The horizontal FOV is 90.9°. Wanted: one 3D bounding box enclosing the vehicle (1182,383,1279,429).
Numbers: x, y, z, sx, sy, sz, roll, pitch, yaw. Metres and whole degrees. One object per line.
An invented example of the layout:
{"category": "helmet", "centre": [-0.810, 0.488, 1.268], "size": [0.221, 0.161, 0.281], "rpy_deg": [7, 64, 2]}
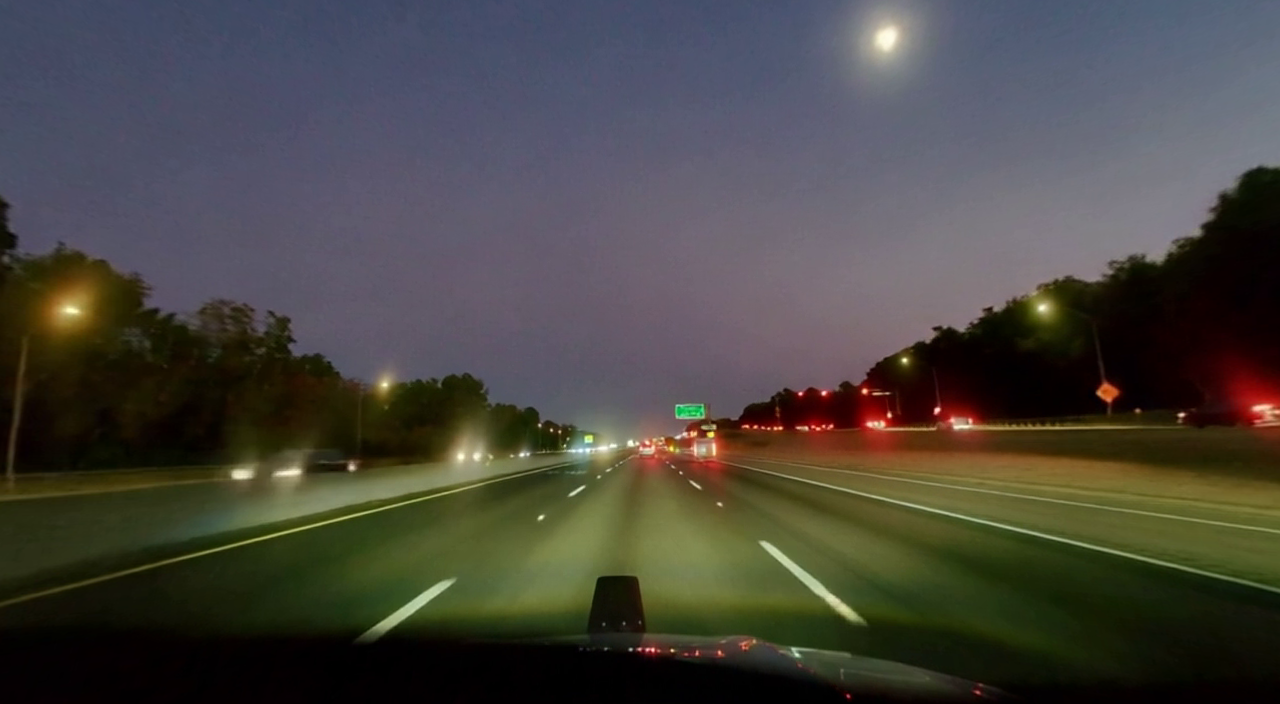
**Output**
{"category": "vehicle", "centre": [23.150, 2.072, 23.618], "size": [1.872, 1.459, 4.502], "rpy_deg": [-1, -8, 4]}

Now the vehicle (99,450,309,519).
{"category": "vehicle", "centre": [-10.937, 3.316, 16.415], "size": [1.954, 1.477, 4.834], "rpy_deg": [0, -8, 1]}

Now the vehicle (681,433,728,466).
{"category": "vehicle", "centre": [4.202, 6.482, 42.133], "size": [2.505, 2.020, 5.532], "rpy_deg": [0, -8, -1]}
